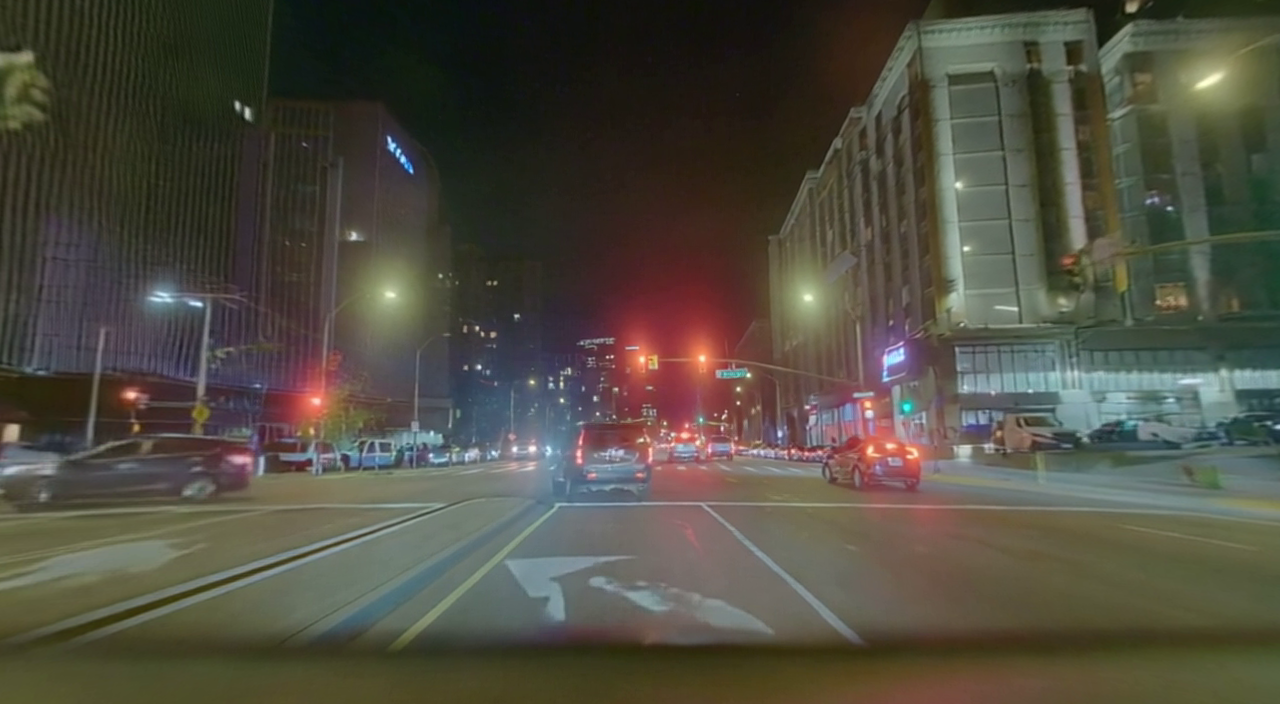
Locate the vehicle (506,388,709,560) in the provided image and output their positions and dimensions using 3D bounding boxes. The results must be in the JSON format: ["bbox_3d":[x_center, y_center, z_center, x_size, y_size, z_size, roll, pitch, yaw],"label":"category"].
[{"bbox_3d":[-0.413,1.752,9.674,2.242,1.812,4.993,-3,-9,-1],"label":"vehicle"}]

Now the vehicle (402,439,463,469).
[{"bbox_3d":[-12.643,6.265,38.826,1.993,1.708,5.219,0,-8,0],"label":"vehicle"}]

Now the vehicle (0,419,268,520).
[{"bbox_3d":[-11.683,2.586,14.438,2.291,1.856,4.827,-5,-10,28],"label":"vehicle"}]

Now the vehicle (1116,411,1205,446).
[{"bbox_3d":[24.426,3.567,29.730,1.422,1.496,3.318,1,-6,1],"label":"vehicle"}]

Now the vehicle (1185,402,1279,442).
[{"bbox_3d":[29.309,3.360,30.451,1.913,1.651,4.727,3,-3,1],"label":"vehicle"}]

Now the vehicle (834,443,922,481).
[{"bbox_3d":[9.814,4.542,26.399,1.863,1.426,4.494,0,-8,-1],"label":"vehicle"}]

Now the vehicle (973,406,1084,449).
[{"bbox_3d":[18.558,3.718,30.521,2.123,1.884,5.170,0,-8,1],"label":"vehicle"}]

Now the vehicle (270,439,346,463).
[{"bbox_3d":[-23.064,6.858,43.874,4.286,1.210,1.877,3,-3,4],"label":"vehicle"}]

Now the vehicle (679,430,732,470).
[{"bbox_3d":[3.330,5.130,33.085,2.115,1.932,5.189,0,-8,-1],"label":"vehicle"}]
